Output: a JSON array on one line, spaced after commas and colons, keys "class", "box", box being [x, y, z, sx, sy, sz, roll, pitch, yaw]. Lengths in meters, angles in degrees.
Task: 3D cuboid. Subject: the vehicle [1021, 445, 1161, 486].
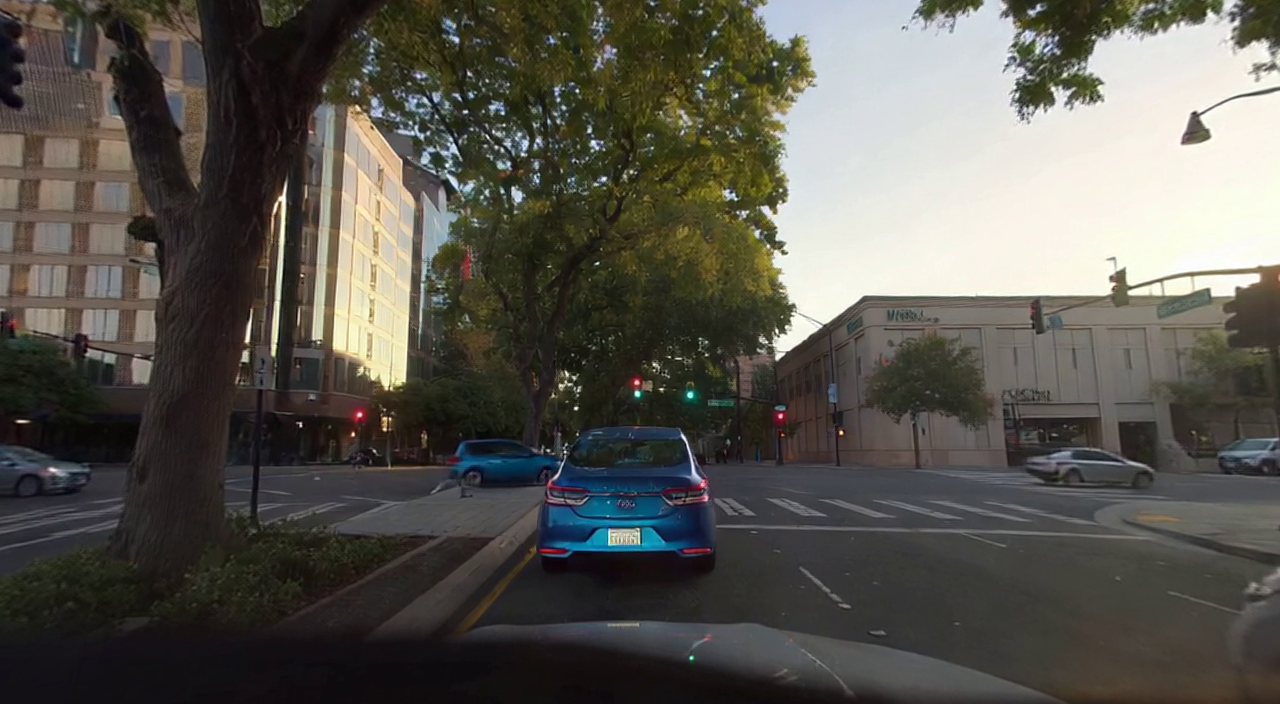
[{"class": "vehicle", "box": [20.278, 5.101, 28.530, 4.912, 1.731, 2.022, 1, -8, -6]}]

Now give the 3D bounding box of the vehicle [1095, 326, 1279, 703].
[{"class": "vehicle", "box": [3.379, 0.607, 0.858, 1.995, 1.787, 4.810, 2, -8, 1]}]

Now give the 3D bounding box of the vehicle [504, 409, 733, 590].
[{"class": "vehicle", "box": [-0.226, 1.623, 7.758, 2.066, 1.618, 3.922, 0, -8, -1]}]
